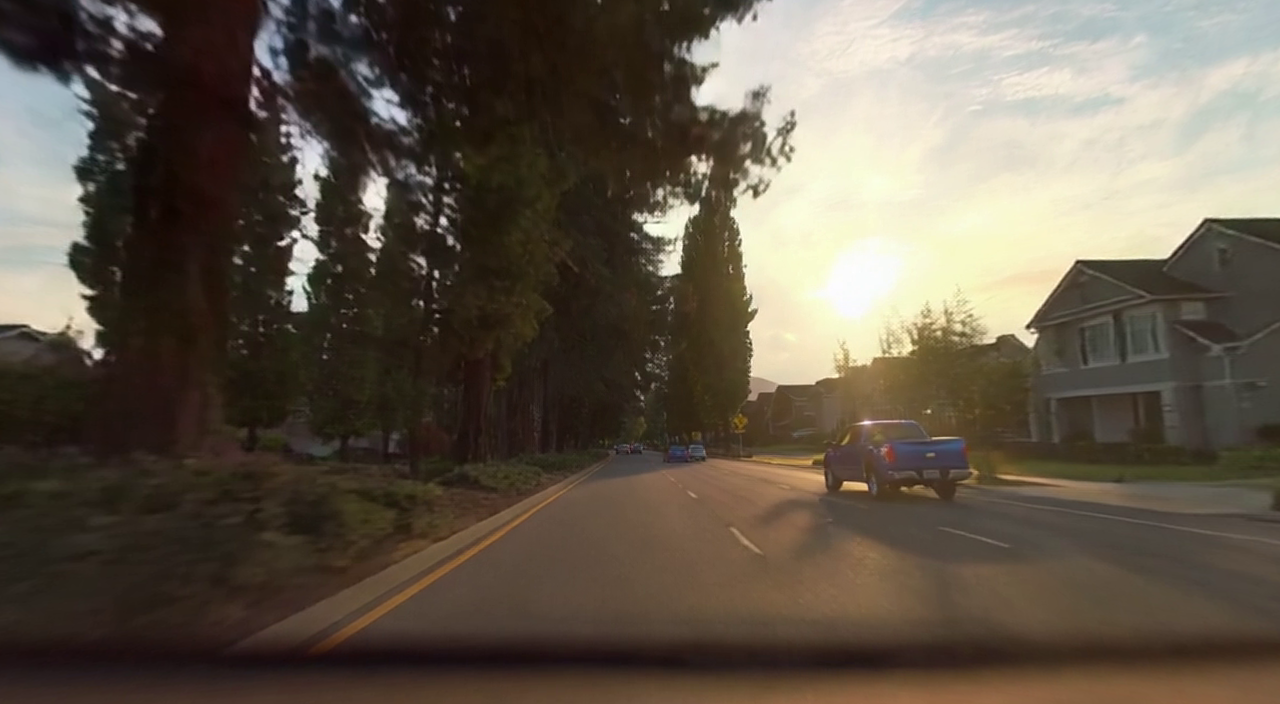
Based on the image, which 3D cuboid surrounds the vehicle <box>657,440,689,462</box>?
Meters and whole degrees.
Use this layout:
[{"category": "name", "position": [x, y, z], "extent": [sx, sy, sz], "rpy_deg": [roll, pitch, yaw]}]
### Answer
[{"category": "vehicle", "position": [2.533, 7.684, 49.166], "extent": [2.061, 1.632, 4.222], "rpy_deg": [0, -8, -2]}]

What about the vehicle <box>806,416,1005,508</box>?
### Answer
[{"category": "vehicle", "position": [5.953, 2.576, 15.206], "extent": [2.262, 1.769, 5.666], "rpy_deg": [0, -8, -1]}]
